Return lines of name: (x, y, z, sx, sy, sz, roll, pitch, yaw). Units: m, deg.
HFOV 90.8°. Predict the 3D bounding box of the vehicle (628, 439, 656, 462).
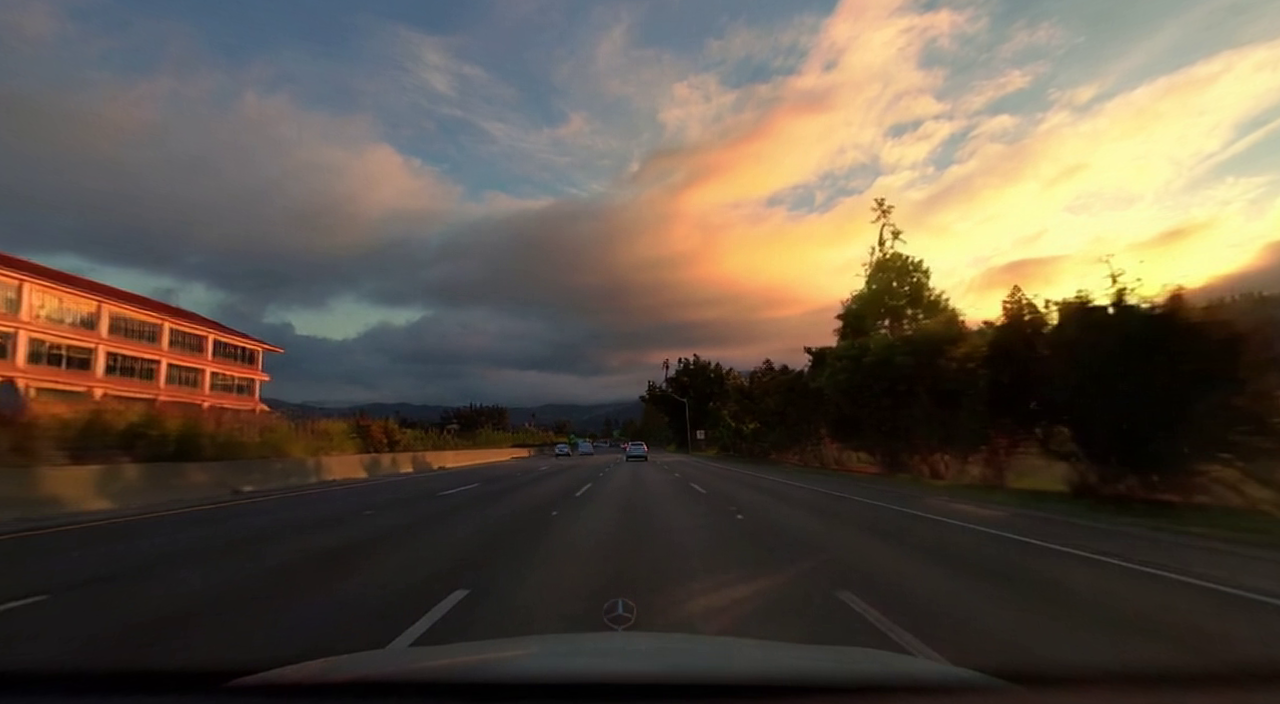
vehicle: (0.156, 7.535, 48.245, 2.073, 1.635, 4.195, 0, -9, 0)
